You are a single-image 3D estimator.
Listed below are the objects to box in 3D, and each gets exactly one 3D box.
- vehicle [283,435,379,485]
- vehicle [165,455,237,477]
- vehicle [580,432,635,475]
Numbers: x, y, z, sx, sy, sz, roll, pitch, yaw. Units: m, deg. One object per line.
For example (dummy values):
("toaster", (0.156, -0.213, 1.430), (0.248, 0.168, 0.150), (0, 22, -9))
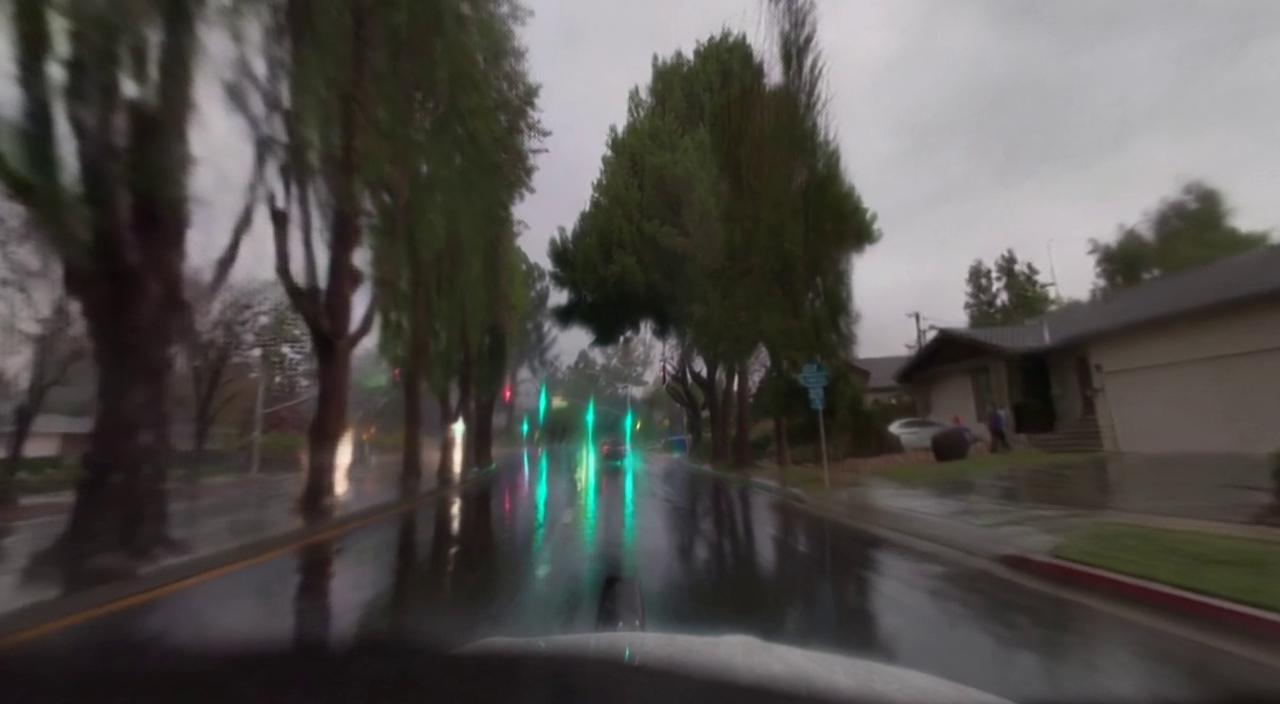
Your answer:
("vehicle", (-13.690, 4.800, 28.448), (2.259, 1.973, 5.712), (1, -9, -9))
("vehicle", (-34.643, 8.965, 49.958), (4.271, 1.640, 2.033), (4, -9, -25))
("vehicle", (-1.516, 4.476, 27.934), (1.990, 1.707, 4.225), (1, -9, -9))
